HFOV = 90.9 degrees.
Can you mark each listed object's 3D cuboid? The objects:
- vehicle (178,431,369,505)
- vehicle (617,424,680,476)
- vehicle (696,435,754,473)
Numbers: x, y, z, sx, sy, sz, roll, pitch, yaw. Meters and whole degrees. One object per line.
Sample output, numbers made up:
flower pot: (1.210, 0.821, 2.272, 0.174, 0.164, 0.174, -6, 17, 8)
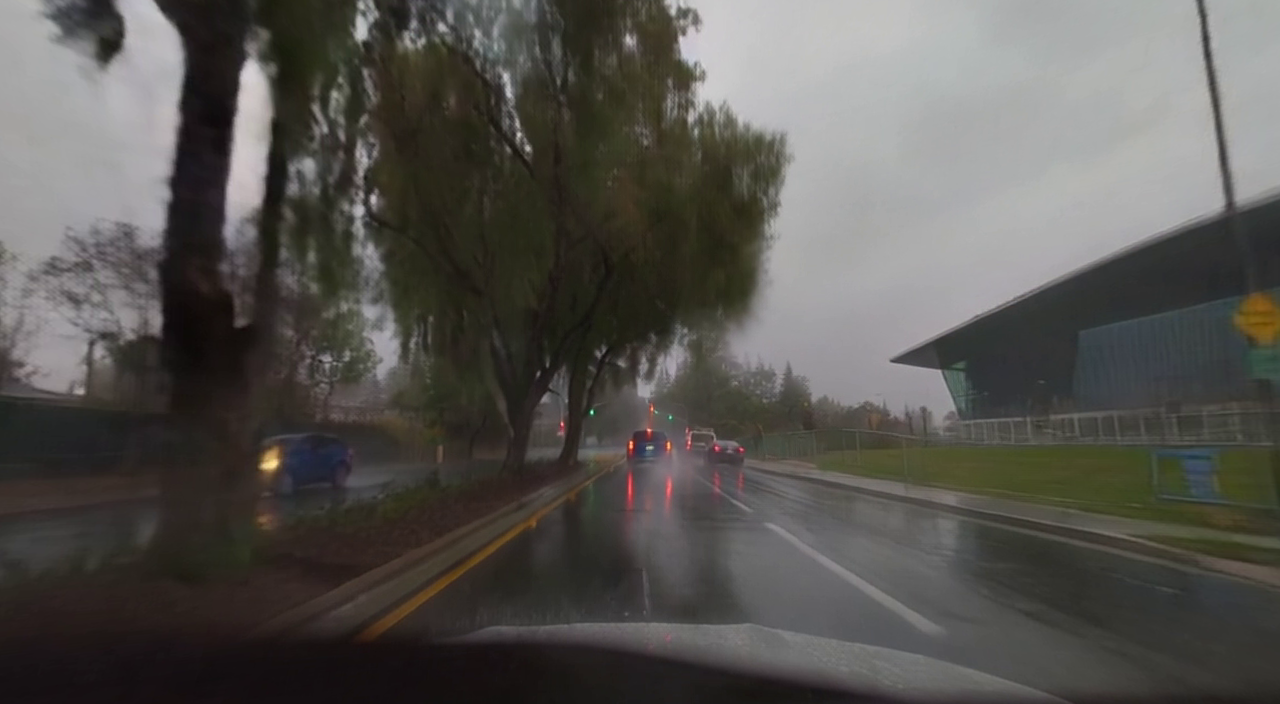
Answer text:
vehicle: (-8.643, 2.767, 15.497, 2.028, 1.502, 4.646, 0, -9, -2)
vehicle: (0.378, 4.030, 26.015, 2.386, 1.947, 4.168, -1, -9, 1)
vehicle: (4.066, 4.960, 30.864, 2.138, 1.699, 4.852, 0, -9, 0)
